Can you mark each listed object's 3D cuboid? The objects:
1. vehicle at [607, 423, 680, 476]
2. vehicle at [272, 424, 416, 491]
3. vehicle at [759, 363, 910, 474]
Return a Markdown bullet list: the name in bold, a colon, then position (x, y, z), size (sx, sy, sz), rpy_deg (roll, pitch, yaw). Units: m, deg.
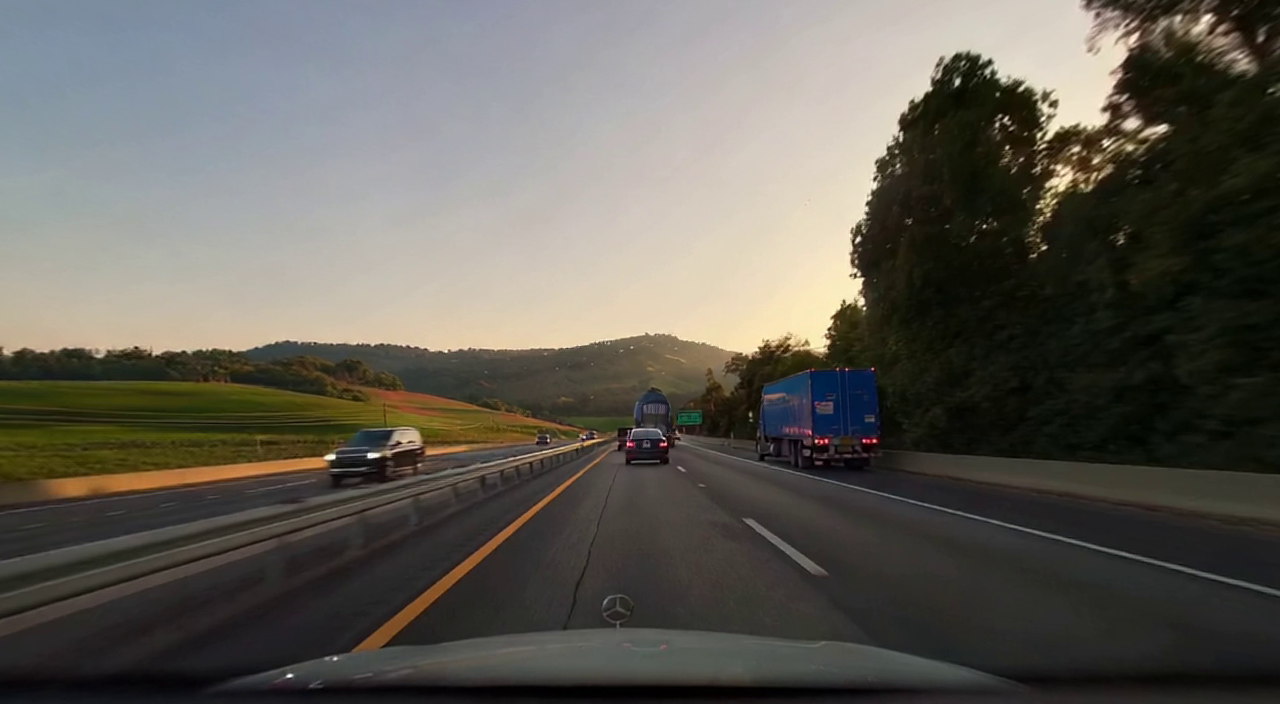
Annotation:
- **vehicle**: position (0.090, 3.271, 21.417), size (2.216, 1.623, 4.220), rpy_deg (0, -8, -1)
- **vehicle**: position (-7.871, 2.820, 17.210), size (1.905, 1.577, 4.136), rpy_deg (0, -8, 0)
- **vehicle**: position (7.237, 2.782, 25.167), size (3.010, 3.638, 8.978), rpy_deg (0, -8, -1)
